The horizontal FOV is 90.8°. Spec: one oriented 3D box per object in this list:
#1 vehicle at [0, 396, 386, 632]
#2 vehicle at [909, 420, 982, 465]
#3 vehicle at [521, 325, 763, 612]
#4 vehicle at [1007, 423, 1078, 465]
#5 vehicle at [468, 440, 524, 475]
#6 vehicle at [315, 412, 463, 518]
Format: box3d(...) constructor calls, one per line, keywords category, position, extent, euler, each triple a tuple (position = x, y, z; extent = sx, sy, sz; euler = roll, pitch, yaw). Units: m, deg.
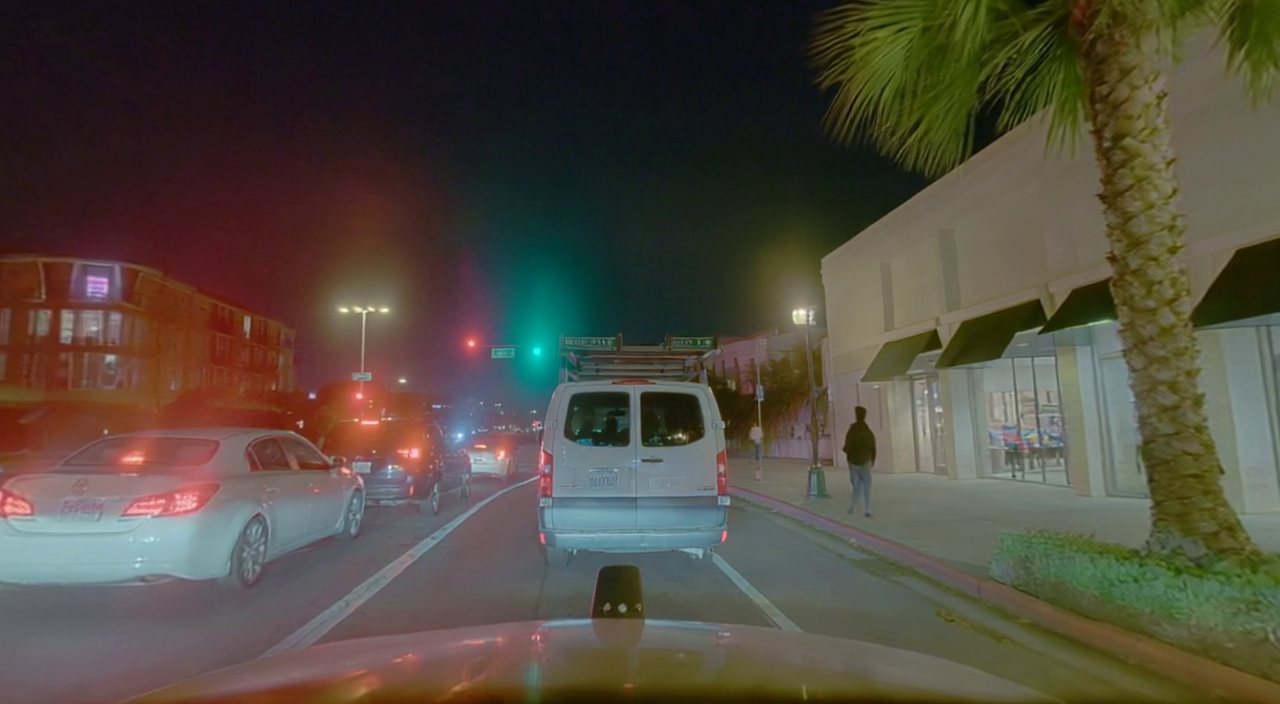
box3d(category="vehicle", position=(-4.387, 1.466, 6.673), extent=(1.986, 1.643, 4.315), euler=(1, -9, -6))
box3d(category="vehicle", position=(12.659, 3.762, 26.048), extent=(2.046, 1.675, 3.924), euler=(-6, -10, 33))
box3d(category="vehicle", position=(-0.191, 1.219, 7.192), extent=(1.902, 2.238, 4.263), euler=(1, -9, -6))
box3d(category="vehicle", position=(15.806, 3.618, 24.725), extent=(2.048, 1.475, 3.972), euler=(-6, -10, 34))
box3d(category="vehicle", position=(-6.820, 4.893, 29.588), extent=(1.818, 1.479, 4.428), euler=(4, -9, -22))
box3d(category="vehicle", position=(-5.203, 2.409, 13.905), extent=(2.089, 1.854, 5.022), euler=(2, -9, -11))
